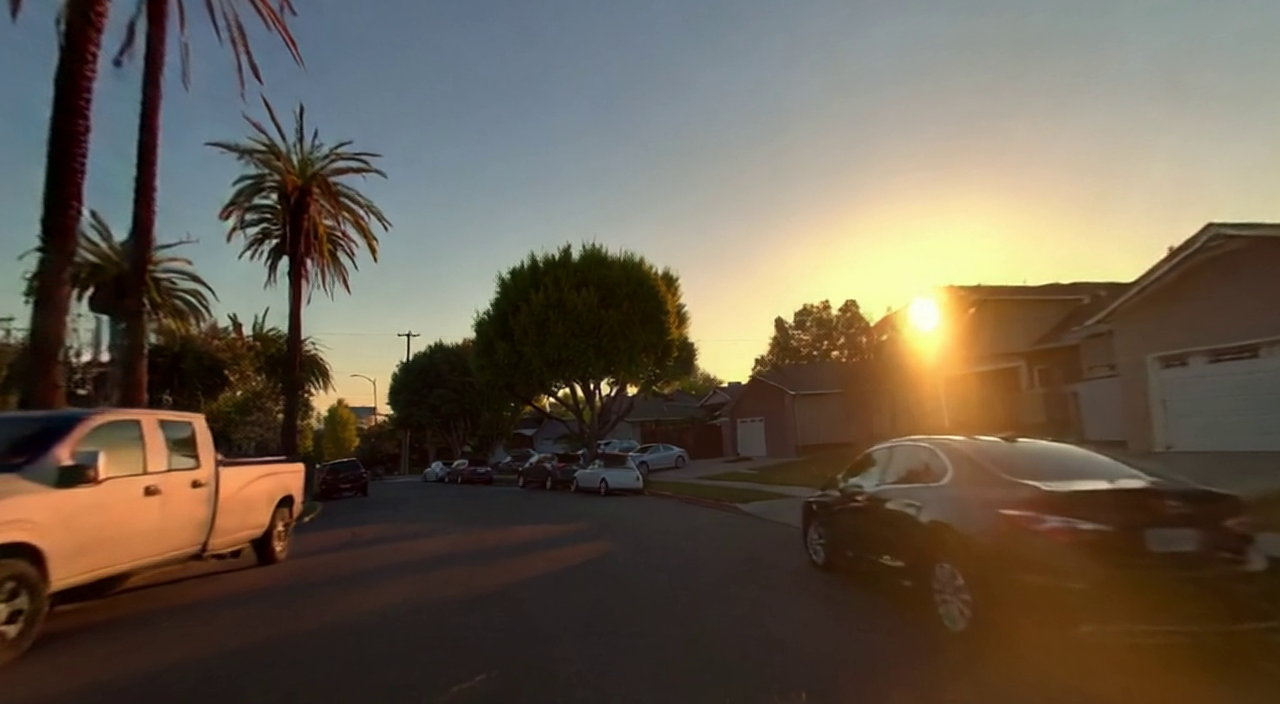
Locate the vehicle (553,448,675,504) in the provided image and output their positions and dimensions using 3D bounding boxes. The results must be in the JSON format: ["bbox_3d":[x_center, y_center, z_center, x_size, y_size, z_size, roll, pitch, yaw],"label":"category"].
[{"bbox_3d":[-0.997,3.850,20.195,2.108,1.503,4.977,4,-9,-25],"label":"vehicle"}]

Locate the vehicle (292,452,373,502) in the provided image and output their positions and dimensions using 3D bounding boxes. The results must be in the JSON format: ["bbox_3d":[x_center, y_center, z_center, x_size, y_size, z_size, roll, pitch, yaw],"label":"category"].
[{"bbox_3d":[-13.327,5.344,27.115,2.026,1.816,4.532,2,-9,-41],"label":"vehicle"}]

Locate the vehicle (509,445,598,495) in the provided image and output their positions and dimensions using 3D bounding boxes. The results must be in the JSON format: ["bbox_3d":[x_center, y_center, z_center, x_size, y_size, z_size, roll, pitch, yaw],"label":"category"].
[{"bbox_3d":[-3.528,4.590,24.988,1.918,1.753,4.655,5,-10,-29],"label":"vehicle"}]

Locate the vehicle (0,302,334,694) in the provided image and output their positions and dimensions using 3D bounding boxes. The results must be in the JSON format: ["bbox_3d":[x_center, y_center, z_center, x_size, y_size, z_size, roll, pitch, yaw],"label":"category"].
[{"bbox_3d":[-5.293,1.362,6.070,2.337,2.289,6.092,-7,-8,-9],"label":"vehicle"}]

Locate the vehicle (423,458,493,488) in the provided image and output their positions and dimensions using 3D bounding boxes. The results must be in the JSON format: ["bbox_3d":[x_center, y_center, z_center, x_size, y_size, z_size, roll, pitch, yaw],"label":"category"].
[{"bbox_3d":[-10.479,6.883,36.031,2.006,1.484,4.768,7,-11,-40],"label":"vehicle"}]

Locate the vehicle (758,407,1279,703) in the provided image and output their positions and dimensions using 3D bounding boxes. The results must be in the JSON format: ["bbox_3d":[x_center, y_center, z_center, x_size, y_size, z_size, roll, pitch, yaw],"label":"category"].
[{"bbox_3d":[2.635,1.382,5.410,1.927,1.522,4.728,1,-8,-5],"label":"vehicle"}]

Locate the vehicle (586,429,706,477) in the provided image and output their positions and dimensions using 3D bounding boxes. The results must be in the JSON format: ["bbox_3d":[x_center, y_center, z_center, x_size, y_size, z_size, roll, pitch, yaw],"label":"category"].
[{"bbox_3d":[0.319,4.972,31.237,5.510,2.121,2.129,-1,-9,20],"label":"vehicle"}]
